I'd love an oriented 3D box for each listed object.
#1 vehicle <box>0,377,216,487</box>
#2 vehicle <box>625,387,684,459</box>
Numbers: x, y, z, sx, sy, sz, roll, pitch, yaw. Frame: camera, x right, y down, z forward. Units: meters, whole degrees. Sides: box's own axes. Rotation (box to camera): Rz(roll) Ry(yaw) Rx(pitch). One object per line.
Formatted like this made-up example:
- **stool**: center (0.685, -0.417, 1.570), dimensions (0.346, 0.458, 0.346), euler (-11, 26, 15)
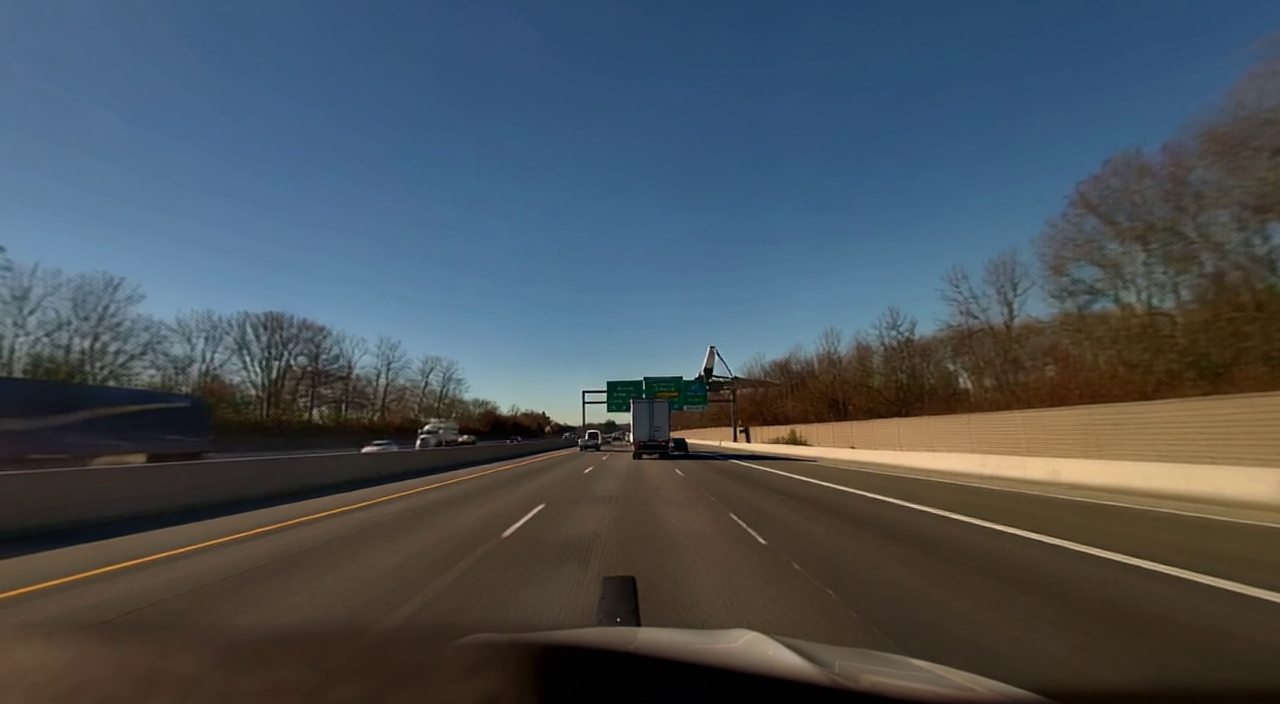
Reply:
- **vehicle**: center (-25.848, 3.739, 29.011), dimensions (2.952, 4.139, 14.015), euler (0, -8, -1)
- **vehicle**: center (0.604, 5.083, 43.301), dimensions (2.965, 3.972, 16.689), euler (0, -8, -2)
